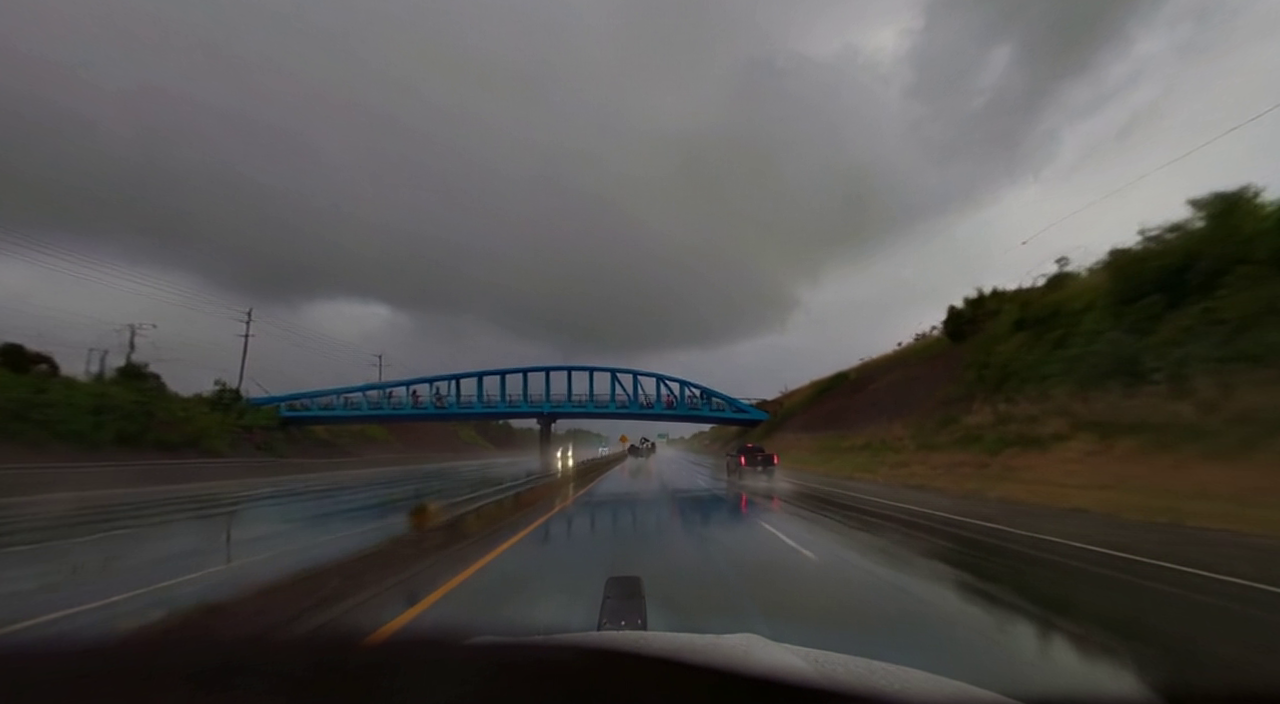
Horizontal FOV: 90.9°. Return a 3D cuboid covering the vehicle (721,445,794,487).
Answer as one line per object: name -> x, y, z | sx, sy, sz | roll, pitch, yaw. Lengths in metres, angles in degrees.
vehicle -> 4.572, 4.512, 25.353 | 1.988, 1.505, 4.958 | 0, -9, 0

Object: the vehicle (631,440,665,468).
vehicle -> 0.619, 7.459, 46.191 | 2.369, 1.948, 5.343 | 0, -9, 2
